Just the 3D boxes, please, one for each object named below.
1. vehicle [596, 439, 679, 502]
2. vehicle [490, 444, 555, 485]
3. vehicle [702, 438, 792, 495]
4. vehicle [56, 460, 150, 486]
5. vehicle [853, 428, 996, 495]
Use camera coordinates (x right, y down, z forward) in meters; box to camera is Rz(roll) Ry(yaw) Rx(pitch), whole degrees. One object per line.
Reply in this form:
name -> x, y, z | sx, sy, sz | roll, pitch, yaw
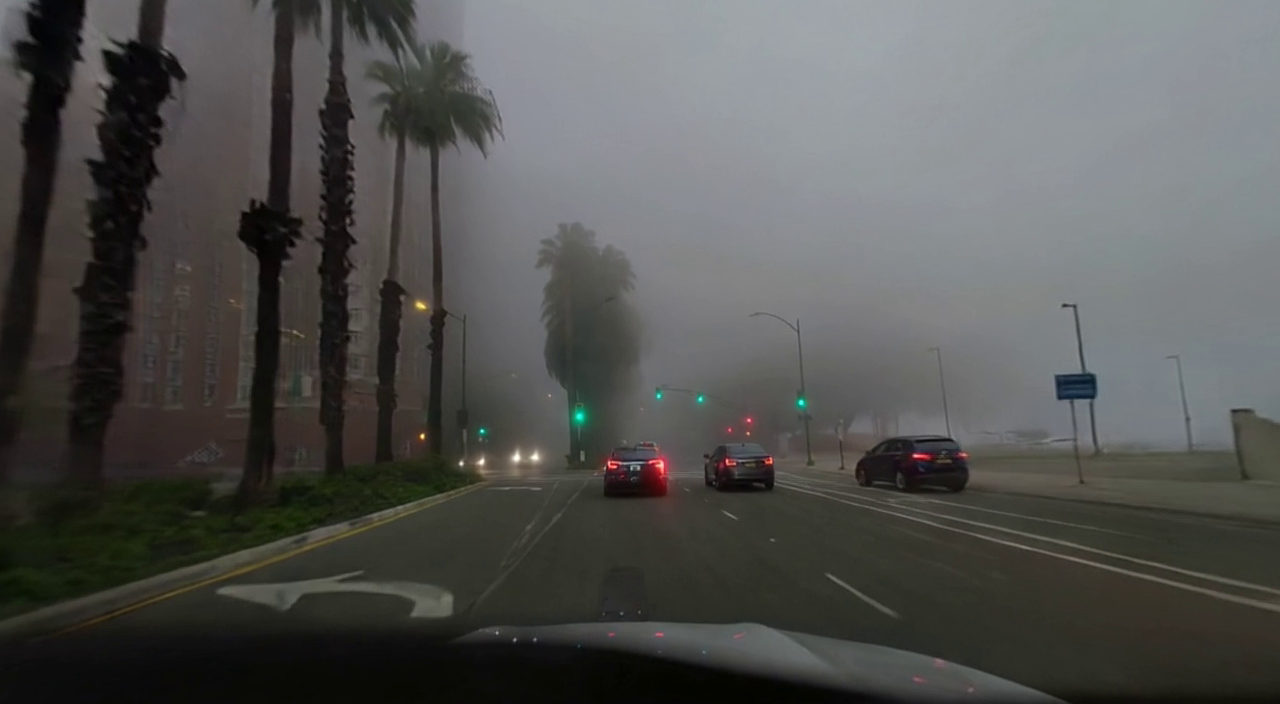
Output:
vehicle -> -0.116, 3.185, 17.361 | 2.048, 1.503, 3.681 | 0, -9, -2
vehicle -> -4.697, 4.549, 25.968 | 1.977, 1.501, 4.435 | 0, -9, -2
vehicle -> 3.084, 3.371, 18.920 | 1.909, 1.500, 3.524 | 0, -9, -3
vehicle -> -41.461, 9.303, 48.811 | 5.791, 1.900, 2.283 | -2, -9, 12
vehicle -> 8.050, 3.140, 18.448 | 2.000, 1.685, 4.487 | 0, -9, -1
